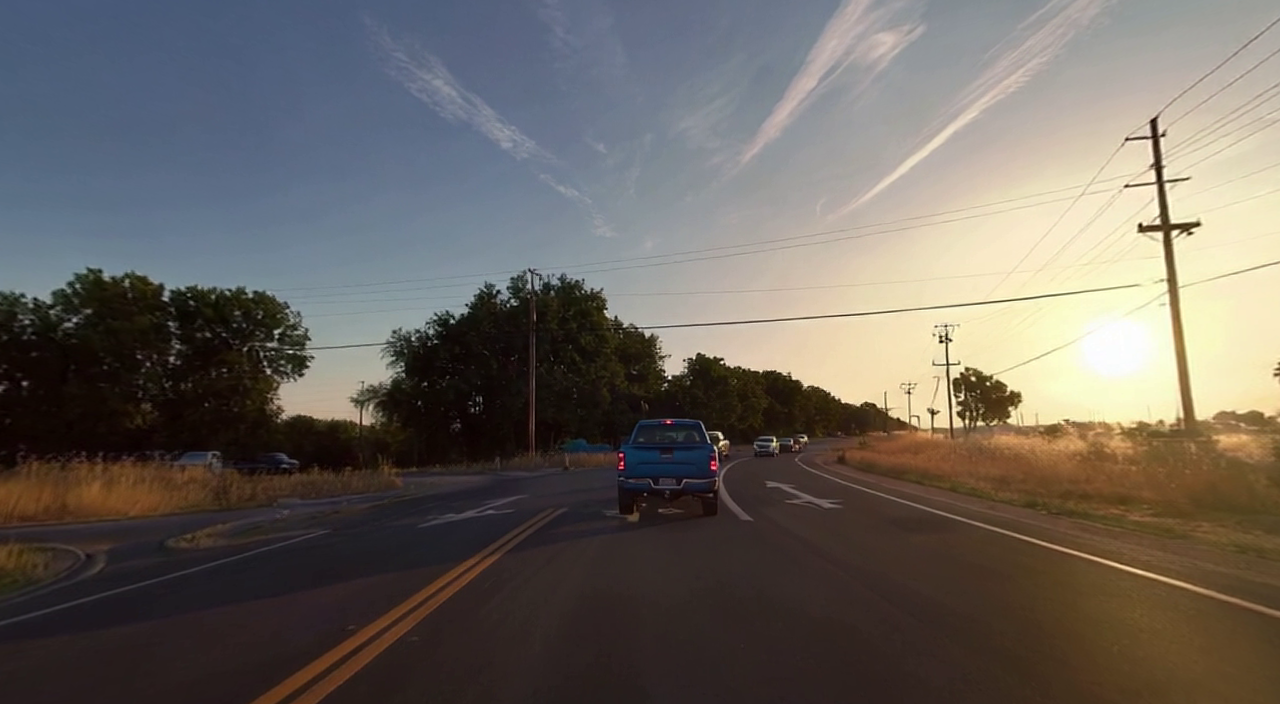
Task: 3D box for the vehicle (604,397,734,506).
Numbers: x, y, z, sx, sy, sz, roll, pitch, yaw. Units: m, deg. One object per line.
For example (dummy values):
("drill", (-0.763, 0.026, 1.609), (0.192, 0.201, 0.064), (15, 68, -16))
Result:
("vehicle", (0.759, 2.498, 16.104), (2.693, 2.223, 5.885), (-1, -8, 3))
